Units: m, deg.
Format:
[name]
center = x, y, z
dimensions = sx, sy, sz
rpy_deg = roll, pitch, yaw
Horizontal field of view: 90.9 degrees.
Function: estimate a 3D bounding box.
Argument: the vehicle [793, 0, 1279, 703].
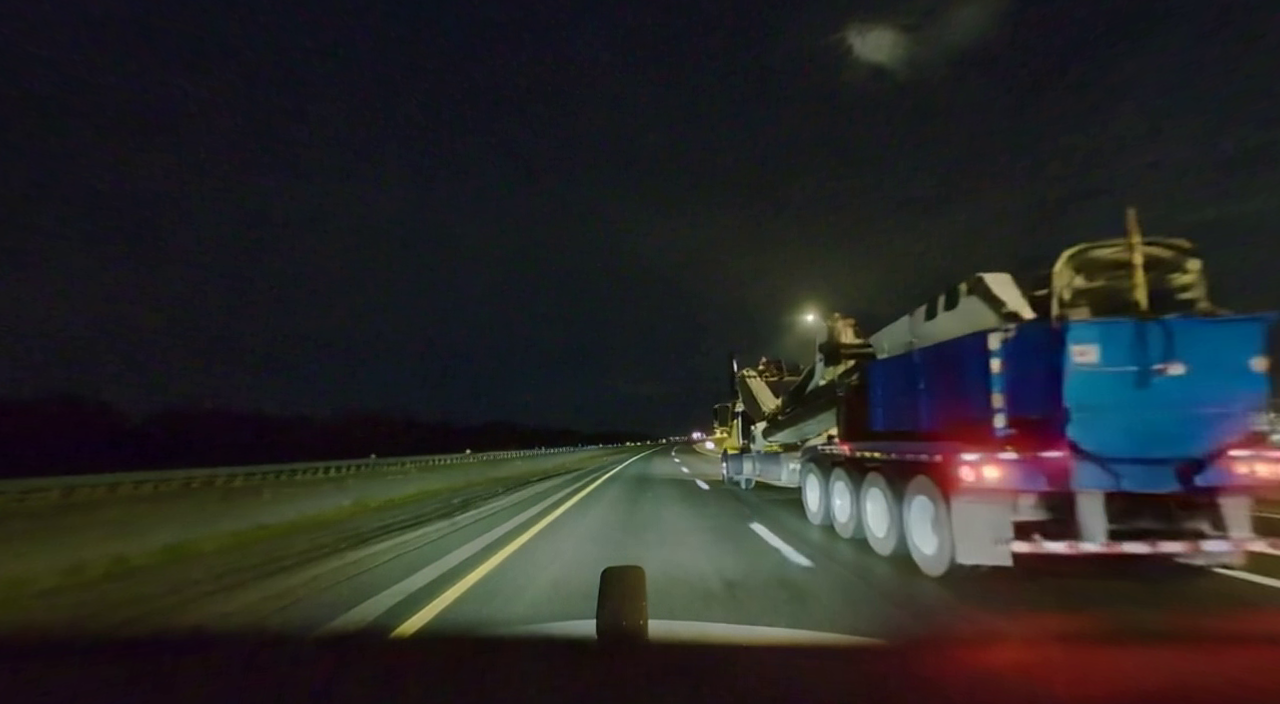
[vehicle]
center = 3.944, 0.089, 6.170
dimensions = 3.279, 3.956, 6.541
rpy_deg = 0, -8, 1
